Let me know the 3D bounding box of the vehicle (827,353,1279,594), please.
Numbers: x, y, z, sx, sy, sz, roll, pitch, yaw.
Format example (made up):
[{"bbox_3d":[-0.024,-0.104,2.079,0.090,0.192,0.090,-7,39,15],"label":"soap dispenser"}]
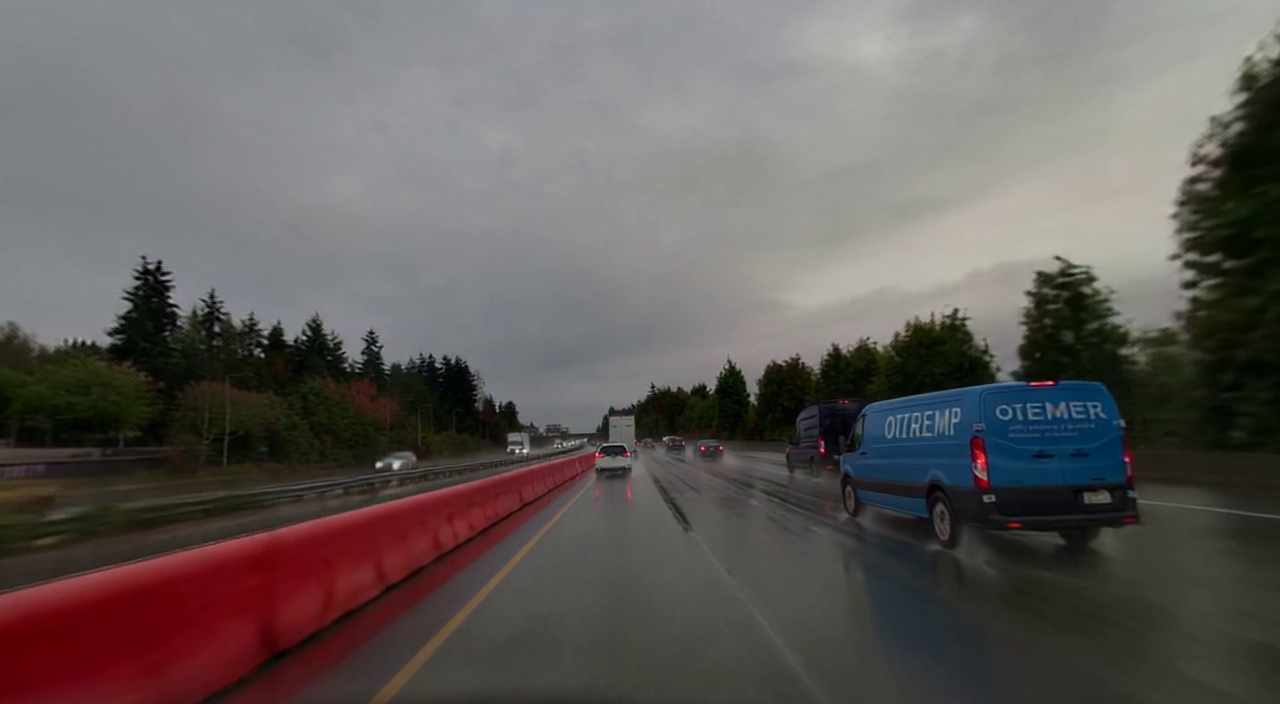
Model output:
[{"bbox_3d":[4.342,1.367,7.908,2.223,2.008,5.121,0,-8,-2],"label":"vehicle"}]

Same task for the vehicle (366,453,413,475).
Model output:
[{"bbox_3d":[-19.123,8.553,48.273,1.811,1.456,4.313,0,-8,0],"label":"vehicle"}]

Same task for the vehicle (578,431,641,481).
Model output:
[{"bbox_3d":[-1.066,3.728,22.784,2.100,1.636,3.620,0,-8,-2],"label":"vehicle"}]
